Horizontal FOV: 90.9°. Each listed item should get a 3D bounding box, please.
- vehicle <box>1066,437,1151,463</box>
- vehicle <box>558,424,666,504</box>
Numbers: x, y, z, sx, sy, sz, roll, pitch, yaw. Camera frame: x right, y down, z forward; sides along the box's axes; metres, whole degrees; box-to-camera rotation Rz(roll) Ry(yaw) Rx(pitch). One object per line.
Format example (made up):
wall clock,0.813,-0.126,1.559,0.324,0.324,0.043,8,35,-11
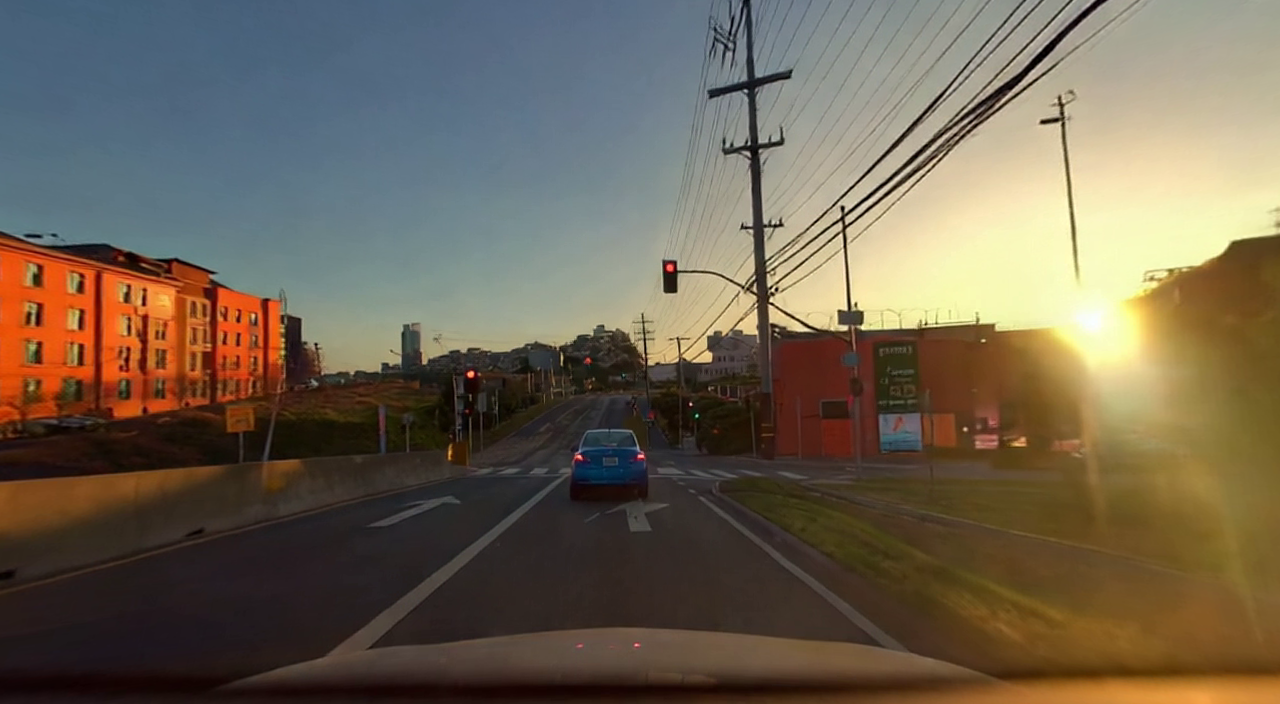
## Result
vehicle,27.658,5.780,37.287,1.635,1.433,3.558,4,-9,-31
vehicle,-0.580,2.464,14.336,2.123,1.566,3.662,0,-8,-1
